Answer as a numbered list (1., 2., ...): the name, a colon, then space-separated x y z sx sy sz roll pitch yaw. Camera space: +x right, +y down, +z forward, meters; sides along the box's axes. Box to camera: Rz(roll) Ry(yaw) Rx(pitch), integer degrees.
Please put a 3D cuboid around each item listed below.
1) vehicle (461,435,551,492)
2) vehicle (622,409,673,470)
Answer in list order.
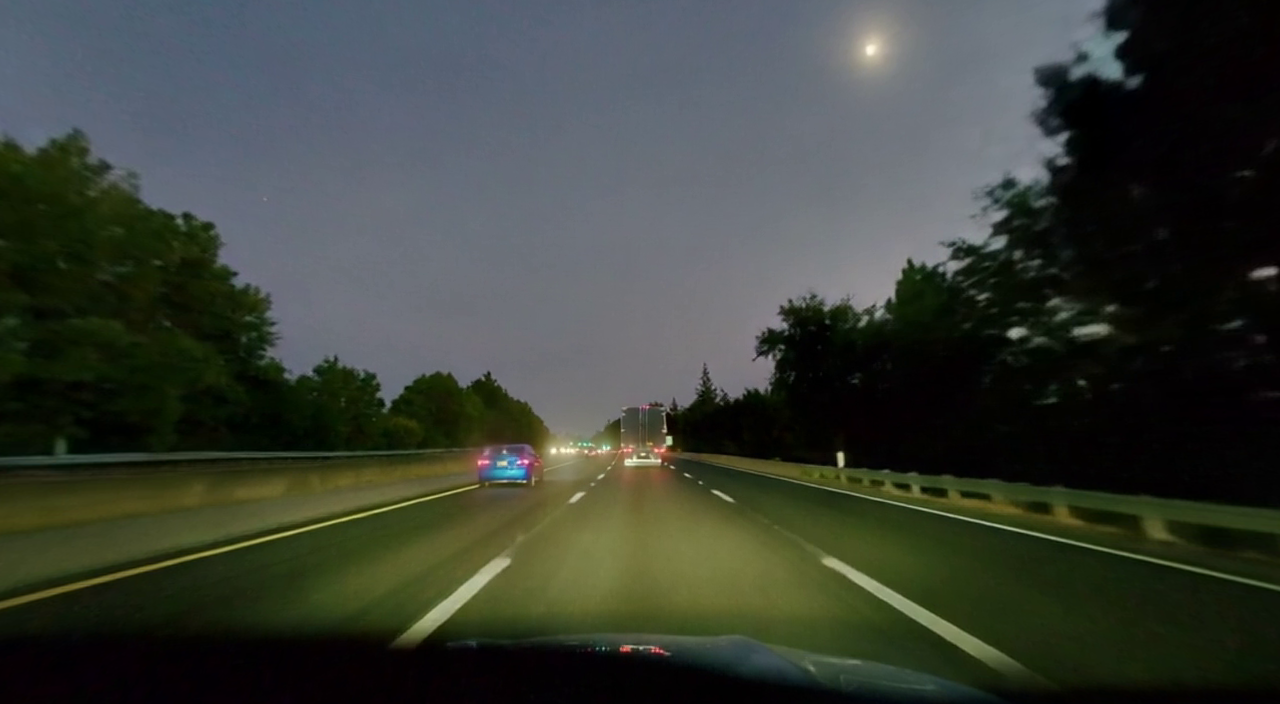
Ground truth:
1. vehicle: -4.134 3.498 20.069 1.977 1.602 3.944 0 -9 0
2. vehicle: 0.318 5.907 42.065 2.893 3.628 9.081 0 -9 -3
